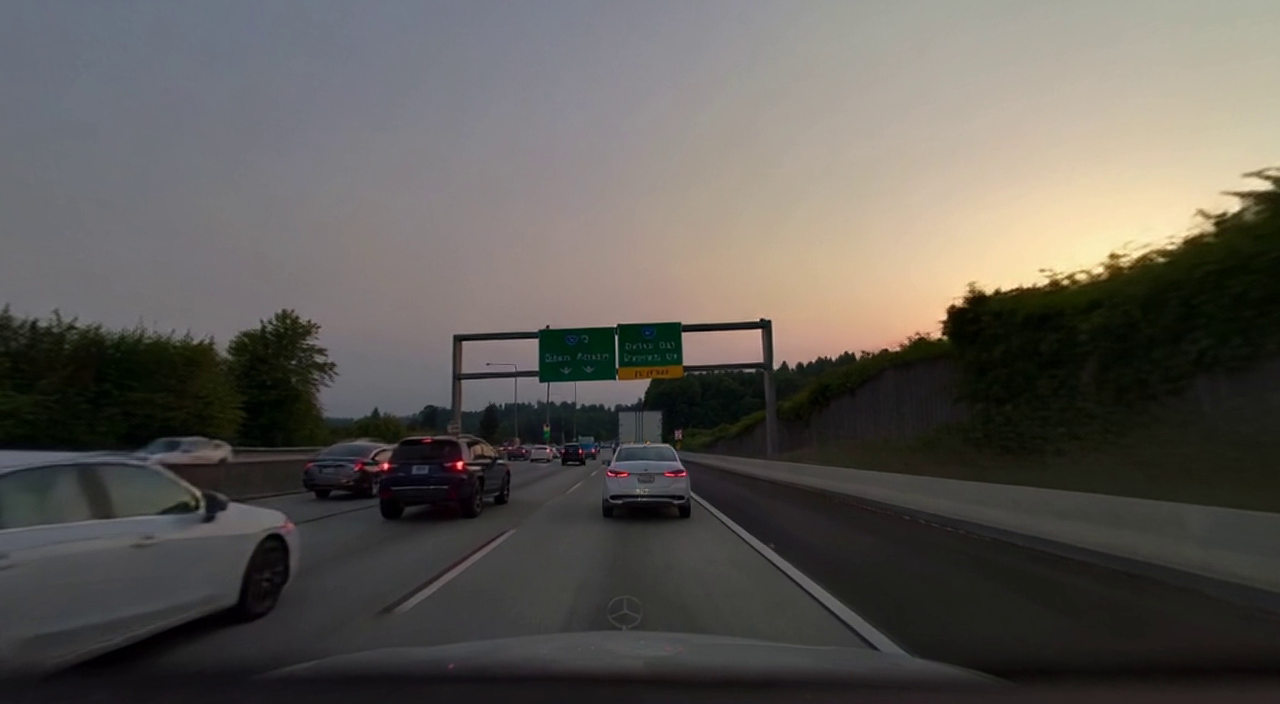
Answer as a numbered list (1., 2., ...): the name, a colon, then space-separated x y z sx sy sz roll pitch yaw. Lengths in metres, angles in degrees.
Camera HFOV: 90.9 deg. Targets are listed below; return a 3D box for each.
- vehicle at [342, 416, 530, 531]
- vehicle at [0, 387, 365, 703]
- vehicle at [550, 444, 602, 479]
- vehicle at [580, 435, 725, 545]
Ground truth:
1. vehicle: -3.684 2.312 12.502 2.051 1.829 4.736 0 -9 1
2. vehicle: -3.373 1.011 3.149 1.980 1.491 4.340 0 -9 1
3. vehicle: -2.875 5.008 28.971 1.998 1.466 3.684 0 -9 0
4. vehicle: 0.164 2.174 10.471 1.995 1.495 3.380 0 -9 0
